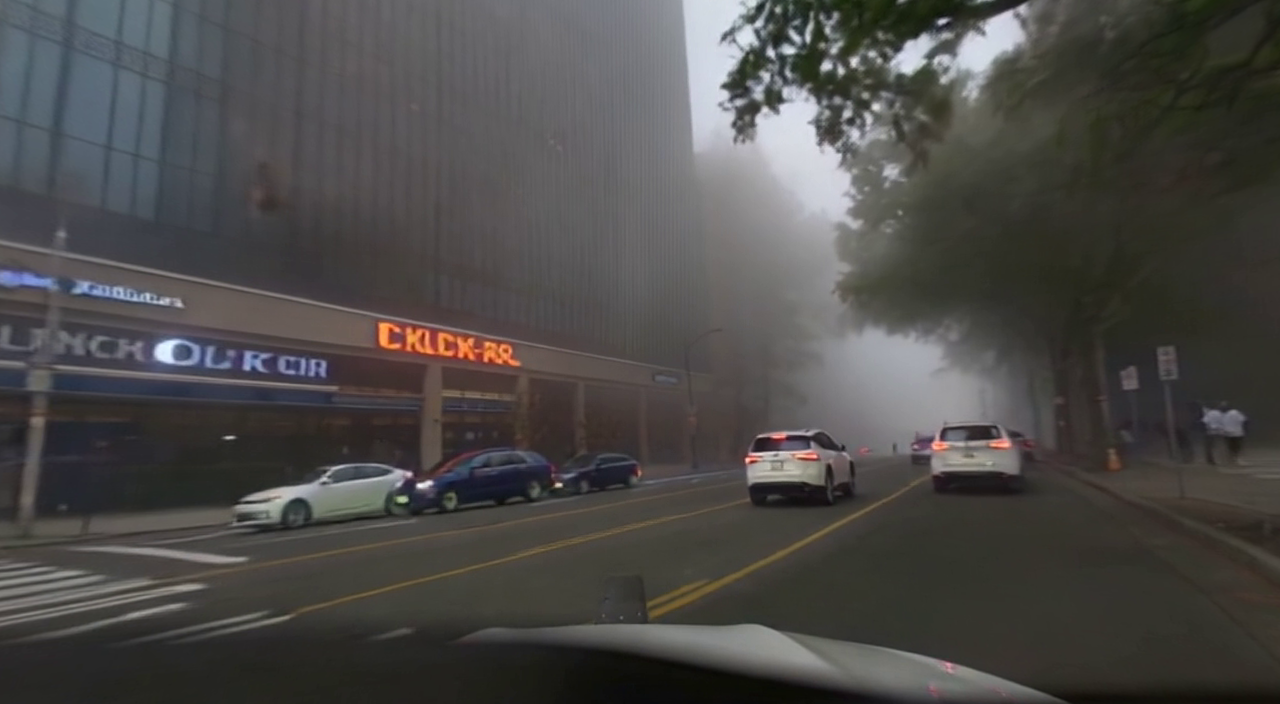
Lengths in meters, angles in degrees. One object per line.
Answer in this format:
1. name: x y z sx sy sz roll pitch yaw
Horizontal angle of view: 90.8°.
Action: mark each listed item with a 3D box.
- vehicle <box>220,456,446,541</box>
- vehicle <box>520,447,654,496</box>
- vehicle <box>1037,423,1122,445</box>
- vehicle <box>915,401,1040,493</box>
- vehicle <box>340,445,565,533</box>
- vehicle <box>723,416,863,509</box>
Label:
1. vehicle: -6.607 3.121 14.095 1.989 1.508 4.021 -5 -10 29
2. vehicle: -1.720 4.208 22.812 2.103 1.514 5.374 -5 -10 30
3. vehicle: 30.644 5.750 44.210 4.426 1.490 1.862 -3 -9 17
4. vehicle: 8.620 2.434 16.220 2.352 1.953 4.796 -5 -10 28
5. vehicle: -3.680 2.742 13.377 1.857 1.507 4.504 -5 -10 29
6. vehicle: 3.537 2.391 14.033 2.023 1.702 4.152 -4 -10 27
